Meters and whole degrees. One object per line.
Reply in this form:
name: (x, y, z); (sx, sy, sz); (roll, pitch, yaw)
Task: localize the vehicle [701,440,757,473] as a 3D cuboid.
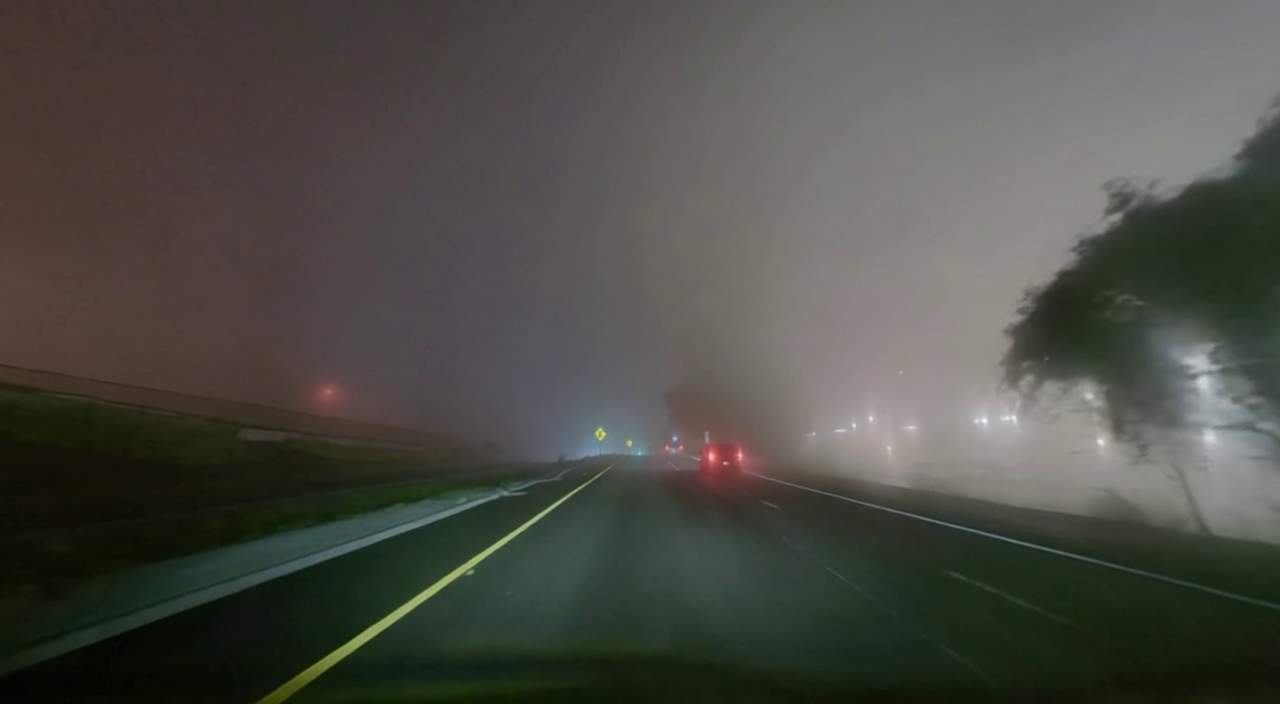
vehicle: (4.306, 5.144, 31.235); (2.042, 1.518, 4.477); (0, -9, -1)
